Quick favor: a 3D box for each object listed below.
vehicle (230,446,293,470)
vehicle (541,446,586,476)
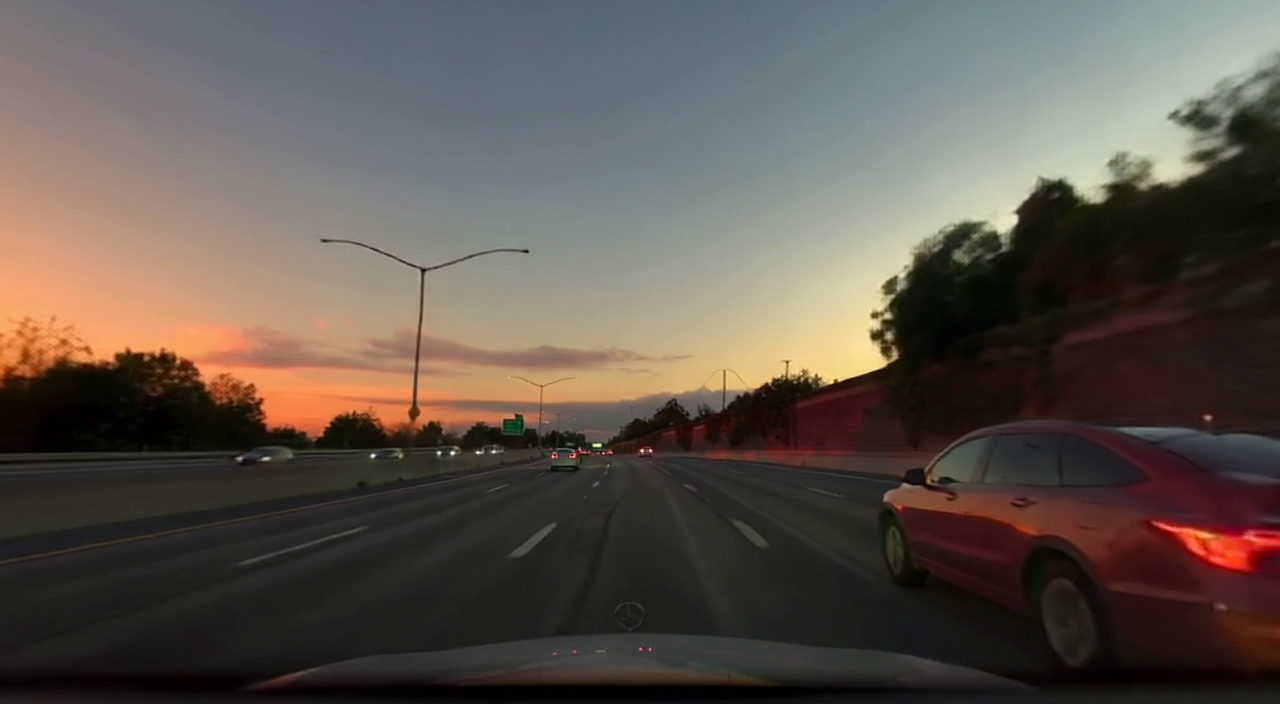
[{"bbox_3d":[-29.388,8.209,49.166,1.939,1.723,4.907,0,-8,-2],"label":"vehicle"},{"bbox_3d":[-4.124,5.943,34.570,2.014,1.481,4.156,0,-8,0],"label":"vehicle"}]
